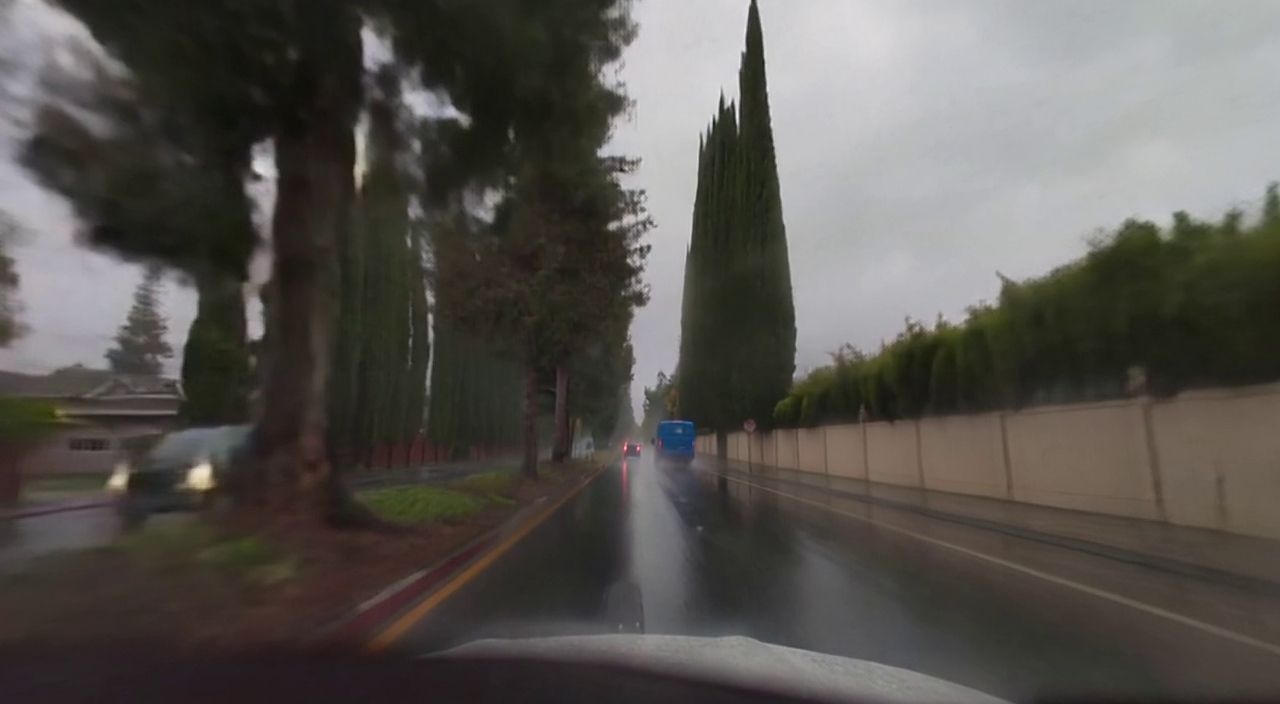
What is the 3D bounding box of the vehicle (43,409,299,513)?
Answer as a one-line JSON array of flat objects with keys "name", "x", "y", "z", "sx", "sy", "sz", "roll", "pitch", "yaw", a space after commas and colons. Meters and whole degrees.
[{"name": "vehicle", "x": -12.275, "y": 2.907, "z": 17.369, "sx": 2.418, "sy": 2.348, "sz": 5.867, "roll": 0, "pitch": -8, "yaw": 1}]
